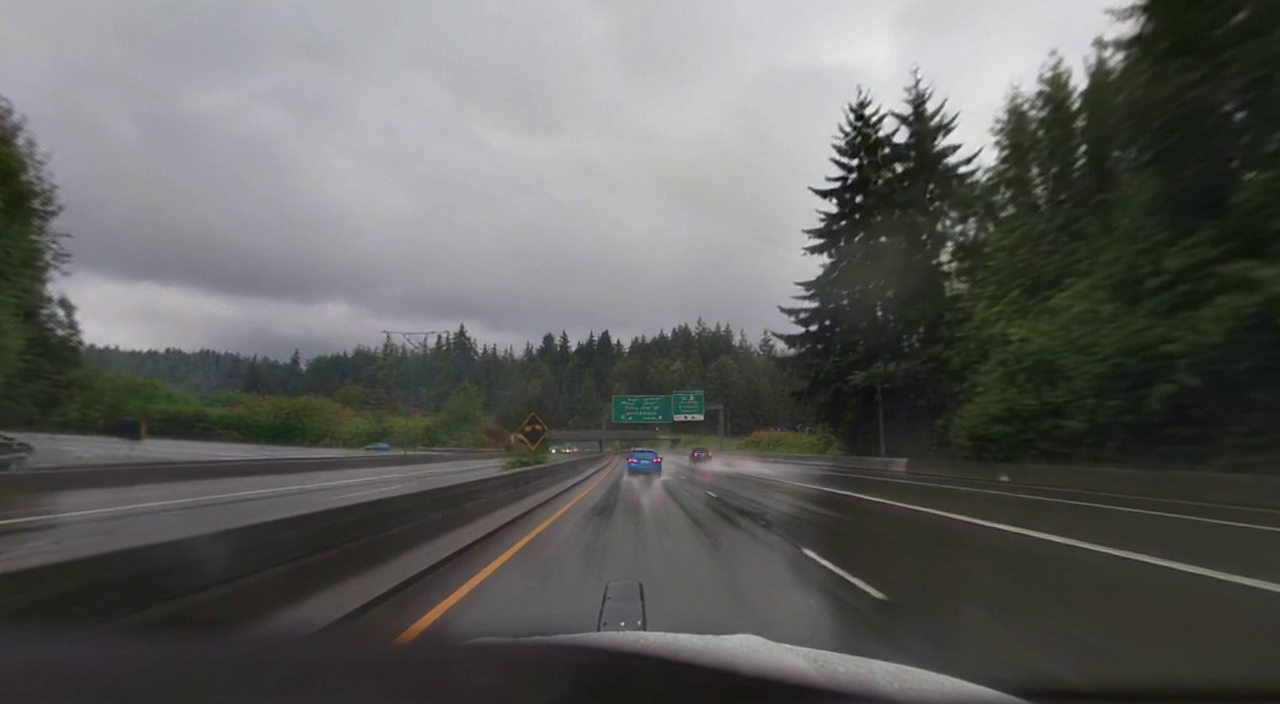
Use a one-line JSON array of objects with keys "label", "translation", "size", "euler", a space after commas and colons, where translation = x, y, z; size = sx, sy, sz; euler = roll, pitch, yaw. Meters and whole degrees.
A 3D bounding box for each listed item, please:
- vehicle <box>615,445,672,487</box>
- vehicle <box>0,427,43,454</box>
[{"label": "vehicle", "translation": [0.097, 4.444, 24.890], "size": [2.069, 1.523, 4.012], "euler": [0, -9, -1]}, {"label": "vehicle", "translation": [-48.222, 6.839, 48.403], "size": [5.047, 1.950, 2.329], "euler": [-6, -11, 37]}]
